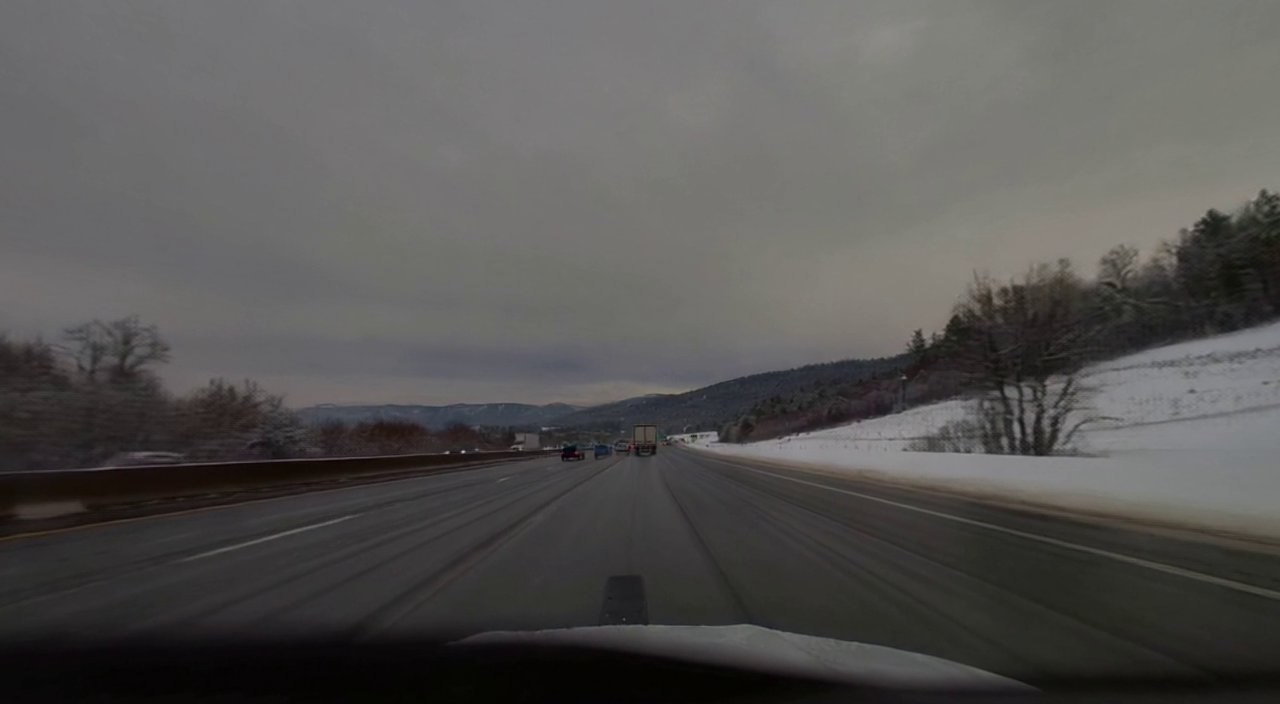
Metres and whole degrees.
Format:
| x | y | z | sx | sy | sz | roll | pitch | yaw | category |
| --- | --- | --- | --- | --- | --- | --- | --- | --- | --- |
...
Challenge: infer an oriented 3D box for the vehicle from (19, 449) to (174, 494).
| x | y | z | sx | sy | sz | roll | pitch | yaw | category |
| --- | --- | --- | --- | --- | --- | --- | --- | --- | --- |
| -20.868 | 4.556 | 24.527 | 2.007 | 1.533 | 4.429 | 0 | -8 | 1 | vehicle |
